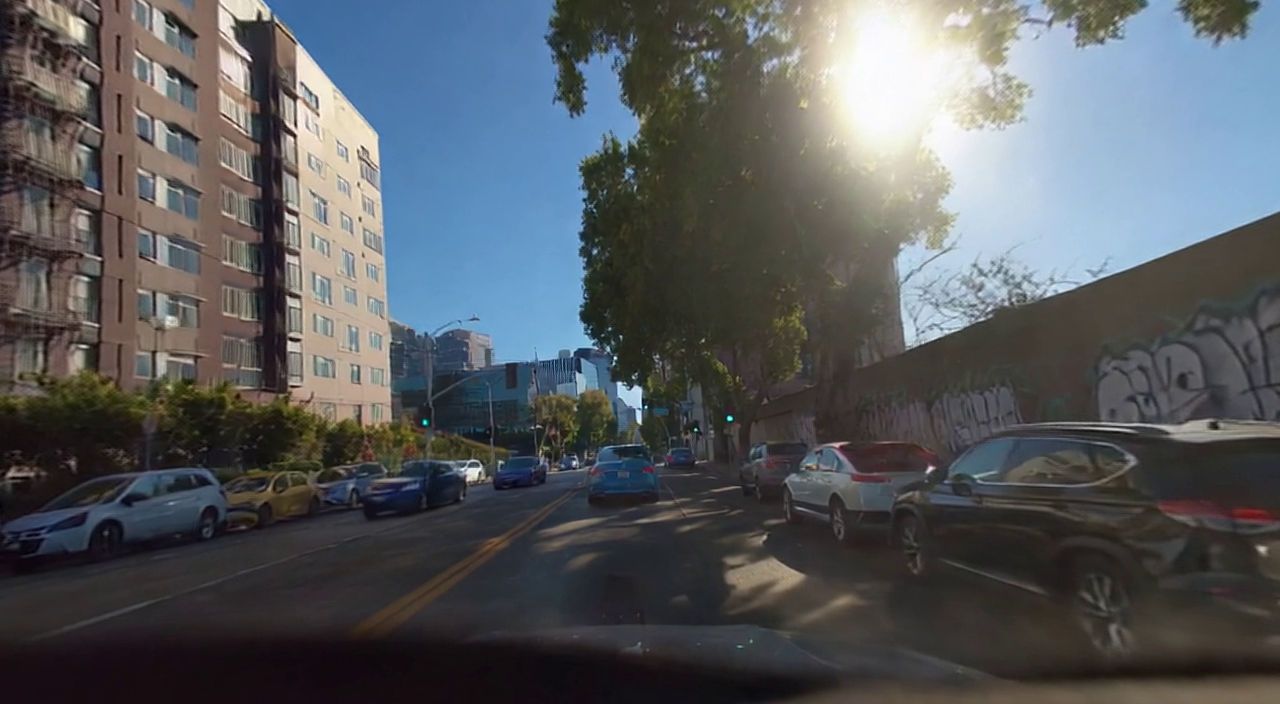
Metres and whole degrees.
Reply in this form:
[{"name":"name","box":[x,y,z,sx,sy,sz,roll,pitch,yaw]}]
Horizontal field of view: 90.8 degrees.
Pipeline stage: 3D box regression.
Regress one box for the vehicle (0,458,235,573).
[{"name":"vehicle","box":[-10.923,3.208,13.050,2.276,1.741,4.439,-4,-8,-1]}]

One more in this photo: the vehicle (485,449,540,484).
[{"name":"vehicle","box":[-6.933,6.248,34.781,2.147,1.747,4.409,0,-8,-1]}]

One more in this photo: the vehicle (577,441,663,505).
[{"name":"vehicle","box":[-0.528,3.393,18.243,2.166,1.579,4.300,0,-8,-1]}]

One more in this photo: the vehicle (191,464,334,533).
[{"name":"vehicle","box":[-10.982,4.234,18.790,1.741,1.506,4.370,-4,-8,-3]}]

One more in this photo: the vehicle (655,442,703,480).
[{"name":"vehicle","box":[1.887,5.463,31.958,2.207,1.761,4.292,0,-8,1]}]

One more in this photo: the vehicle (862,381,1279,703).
[{"name":"vehicle","box":[4.185,1.439,6.012,2.097,1.811,5.230,0,-8,-2]}]

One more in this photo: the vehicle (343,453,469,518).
[{"name":"vehicle","box":[-6.516,3.720,18.149,1.906,1.445,4.490,-4,-8,0]}]
